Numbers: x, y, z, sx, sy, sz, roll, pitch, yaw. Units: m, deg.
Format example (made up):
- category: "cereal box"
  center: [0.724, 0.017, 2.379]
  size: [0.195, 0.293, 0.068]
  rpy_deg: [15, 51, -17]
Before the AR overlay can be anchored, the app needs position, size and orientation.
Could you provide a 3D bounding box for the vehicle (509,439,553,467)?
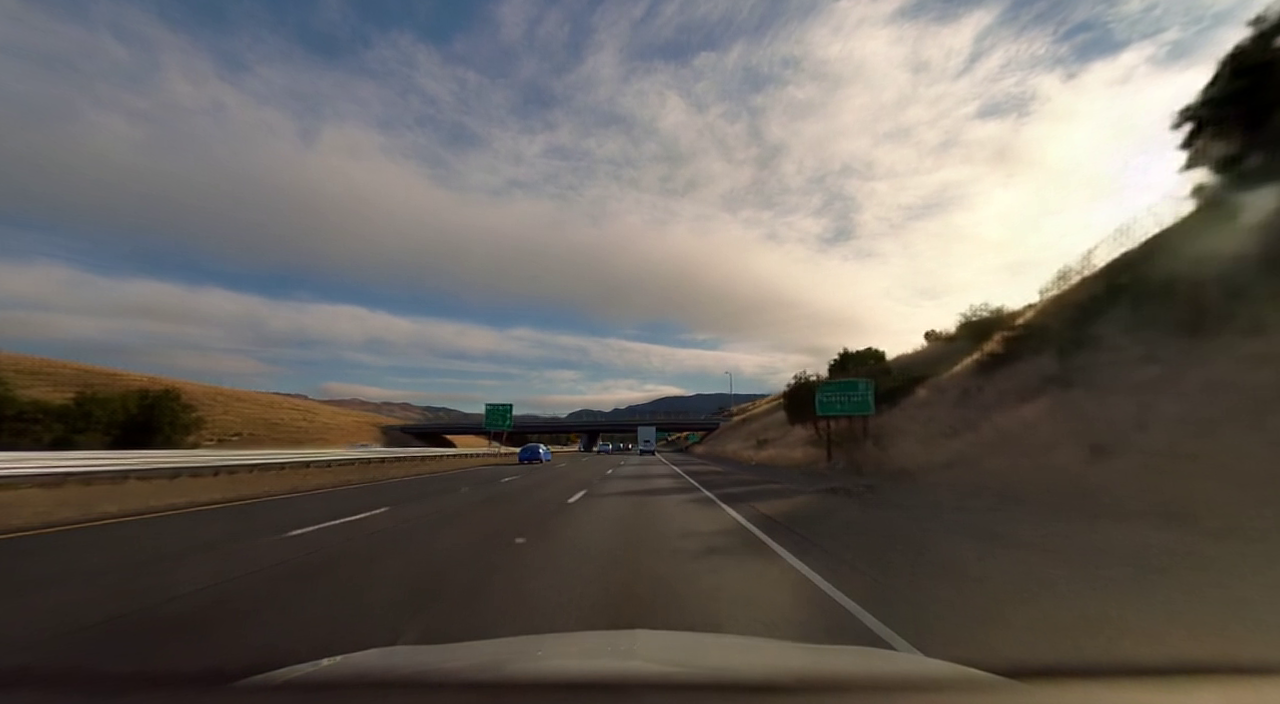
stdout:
- category: "vehicle"
  center: [-7.052, 6.602, 41.332]
  size: [2.070, 1.738, 4.733]
  rpy_deg: [0, -8, 0]
